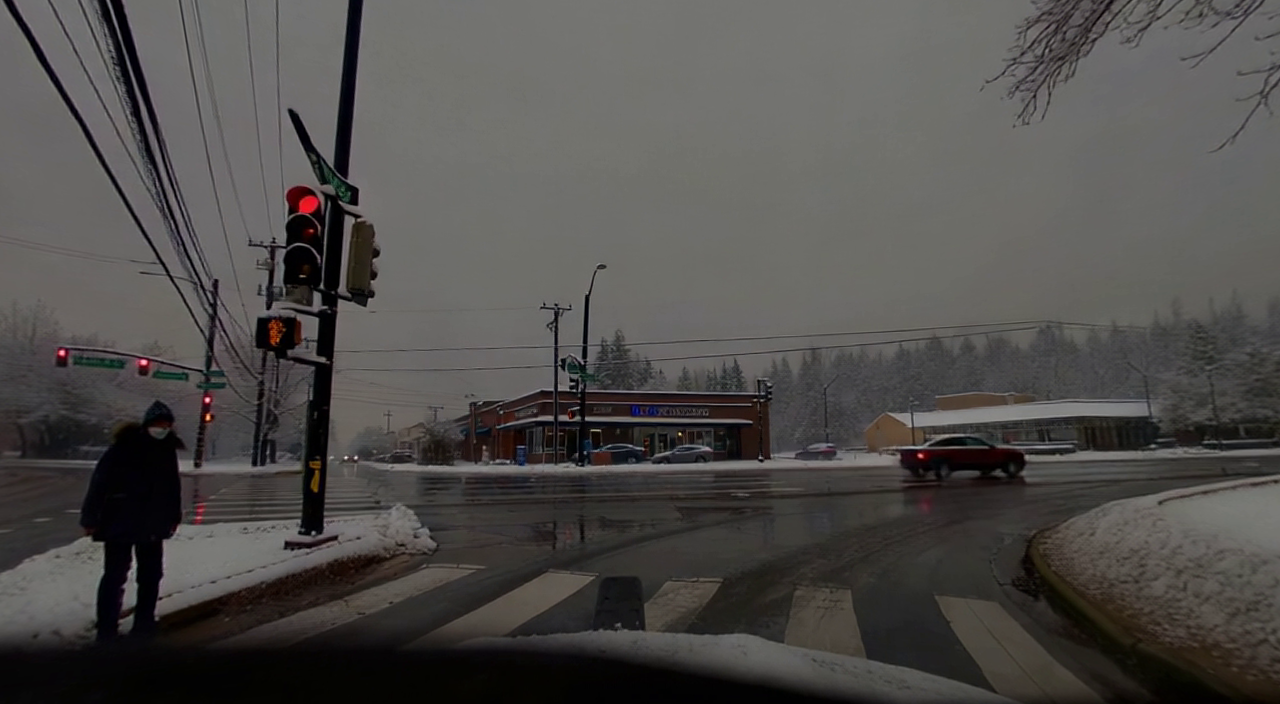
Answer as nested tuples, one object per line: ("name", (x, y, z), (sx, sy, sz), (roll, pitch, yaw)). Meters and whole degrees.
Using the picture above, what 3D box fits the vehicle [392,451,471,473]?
("vehicle", (-14.140, 7.446, 42.979), (4.837, 1.407, 1.818), (4, -9, -26))

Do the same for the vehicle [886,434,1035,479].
("vehicle", (11.628, 3.776, 22.992), (4.700, 1.479, 2.095), (3, -9, -20))

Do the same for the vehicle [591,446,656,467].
("vehicle", (-1.154, 7.551, 45.813), (4.391, 1.451, 1.717), (4, -9, -26))
